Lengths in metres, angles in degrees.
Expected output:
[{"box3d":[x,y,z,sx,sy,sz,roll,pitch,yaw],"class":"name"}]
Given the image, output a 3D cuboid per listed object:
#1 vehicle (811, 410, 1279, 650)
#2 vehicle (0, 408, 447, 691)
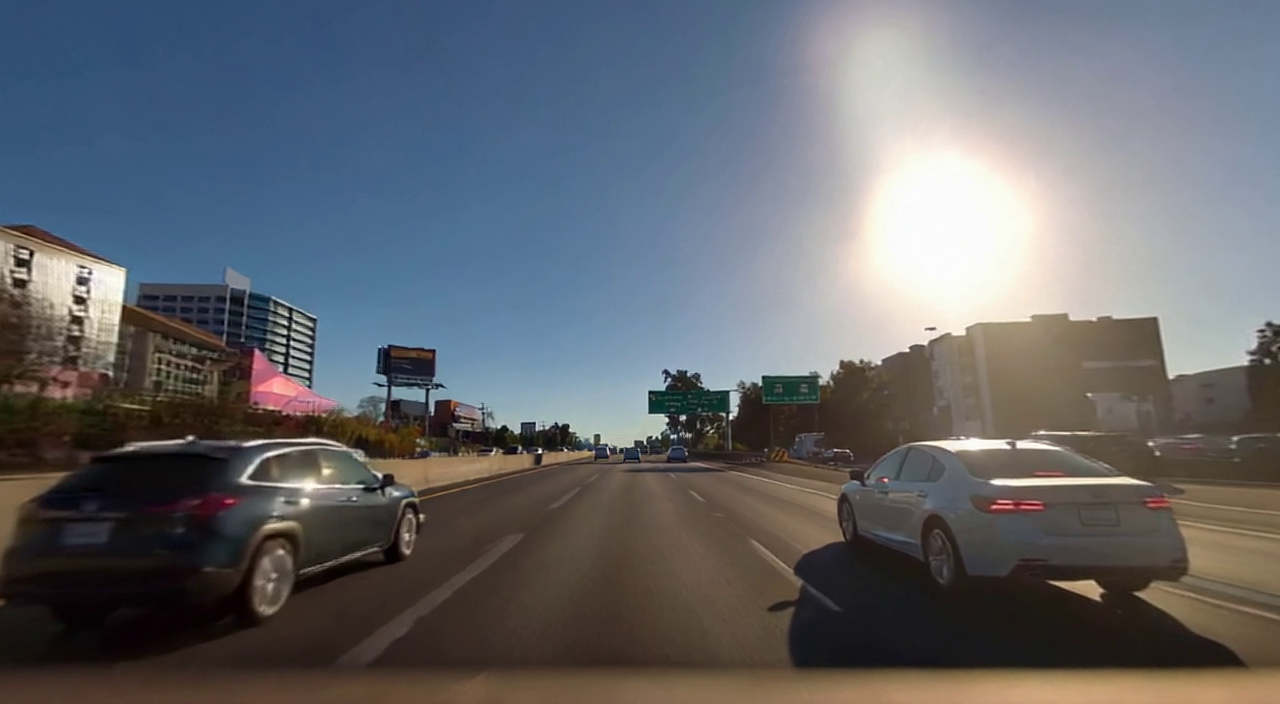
[{"box3d":[3.384,1.487,6.356,1.987,1.509,4.512,0,-9,-1],"class":"vehicle"},{"box3d":[-3.398,1.427,5.747,1.879,1.526,4.483,0,-9,0],"class":"vehicle"}]
